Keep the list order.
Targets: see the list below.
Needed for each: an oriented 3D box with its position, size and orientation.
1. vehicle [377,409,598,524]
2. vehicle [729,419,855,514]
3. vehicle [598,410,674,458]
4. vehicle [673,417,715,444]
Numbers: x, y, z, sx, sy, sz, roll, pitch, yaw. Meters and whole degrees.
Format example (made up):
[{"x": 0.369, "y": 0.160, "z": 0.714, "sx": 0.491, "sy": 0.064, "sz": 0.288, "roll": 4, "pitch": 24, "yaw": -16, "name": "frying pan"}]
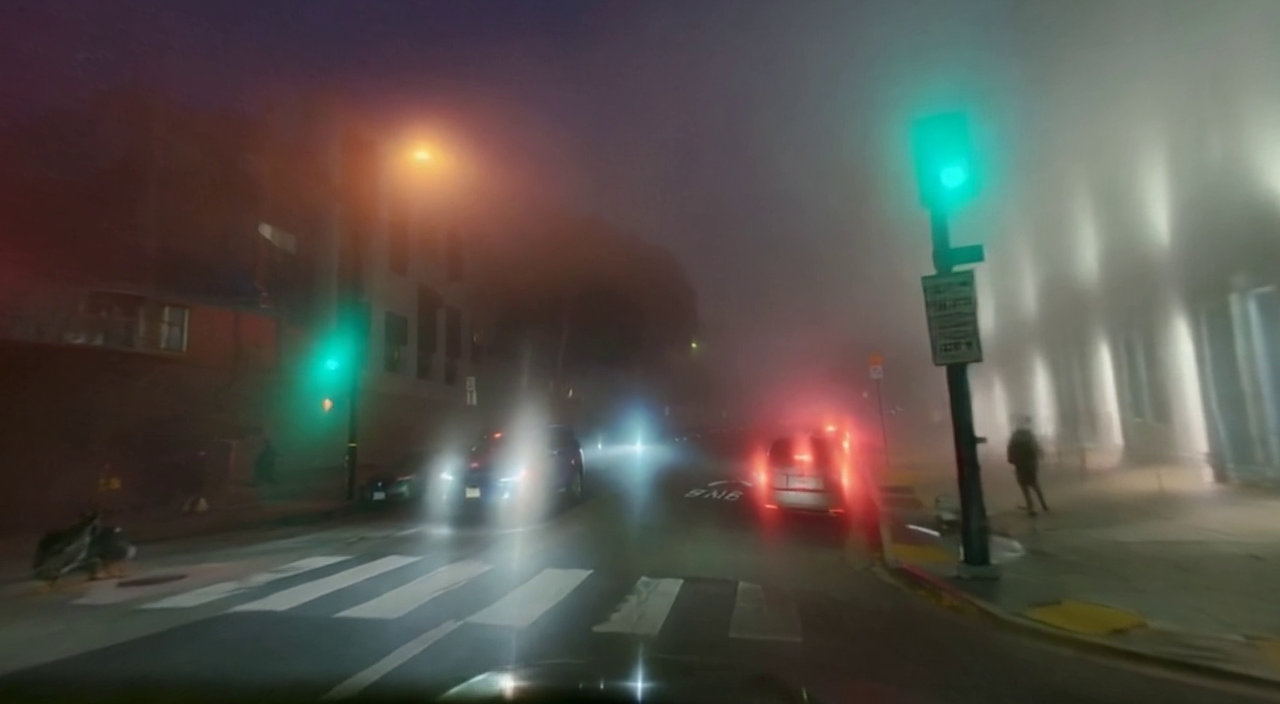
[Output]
[{"x": -2.563, "y": 2.124, "z": 12.155, "sx": 2.181, "sy": 1.723, "sz": 4.692, "roll": -3, "pitch": -9, "yaw": 14, "name": "vehicle"}, {"x": 3.146, "y": 2.174, "z": 12.395, "sx": 1.892, "sy": 1.481, "sz": 4.365, "roll": -3, "pitch": -9, "yaw": 19, "name": "vehicle"}, {"x": -0.077, "y": 4.286, "z": 33.600, "sx": 2.260, "sy": 2.136, "sz": 5.669, "roll": -7, "pitch": -7, "yaw": 17, "name": "vehicle"}, {"x": 4.026, "y": 5.746, "z": 46.465, "sx": 1.948, "sy": 1.693, "sz": 4.325, "roll": -6, "pitch": -7, "yaw": 18, "name": "vehicle"}]
